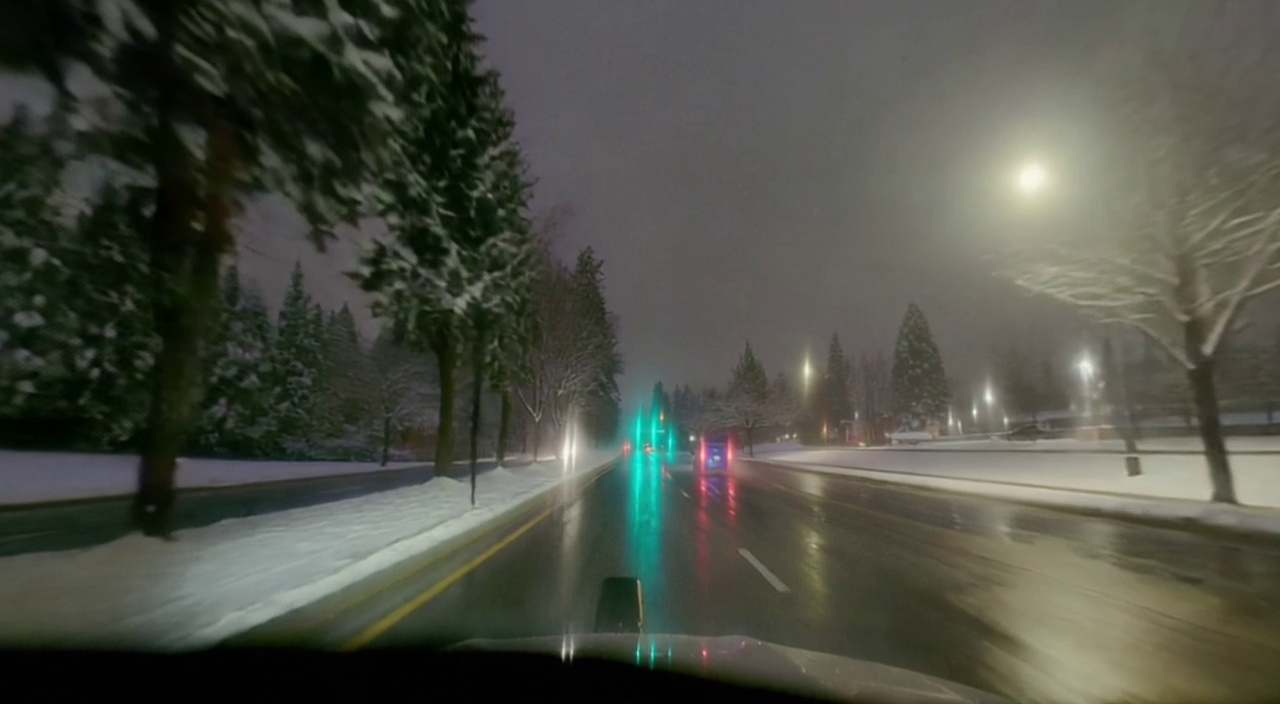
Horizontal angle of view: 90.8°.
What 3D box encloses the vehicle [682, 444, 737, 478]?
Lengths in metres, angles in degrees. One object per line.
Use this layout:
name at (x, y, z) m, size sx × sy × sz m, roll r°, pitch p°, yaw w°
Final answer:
vehicle at (3.191, 5.100, 29.774) m, size 2.056 × 1.483 × 4.091 m, roll 0°, pitch -8°, yaw -2°
